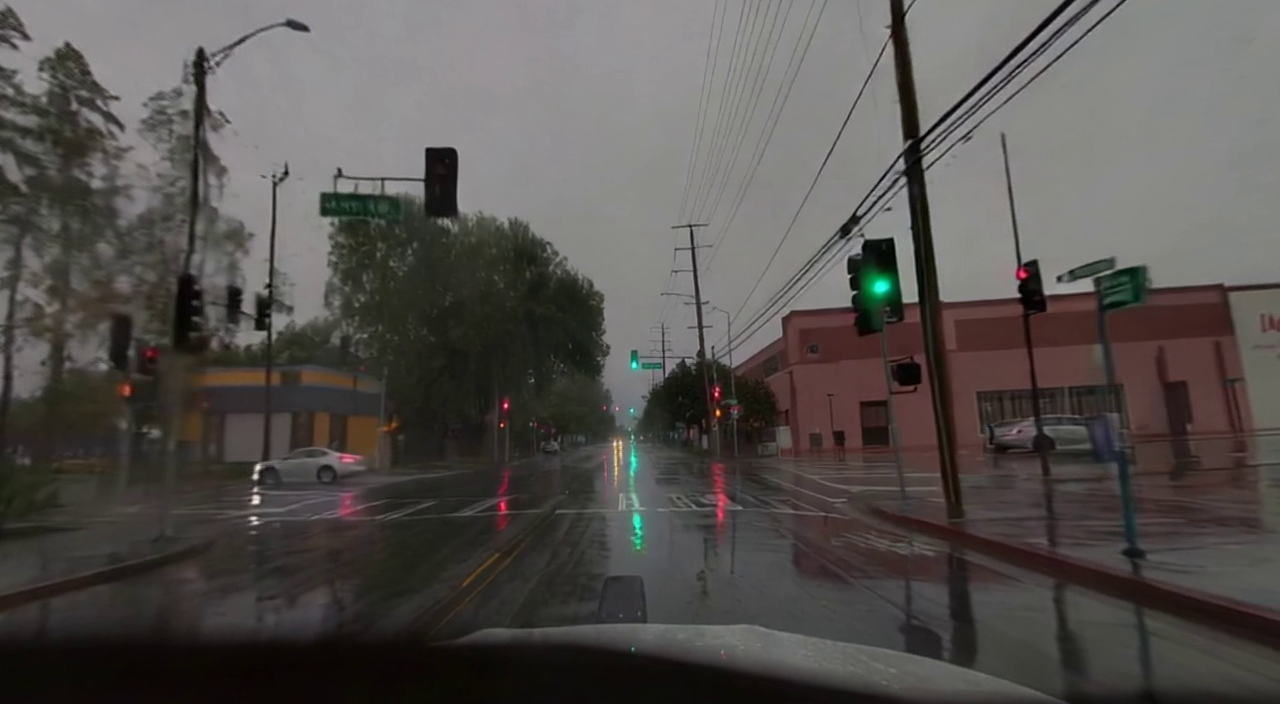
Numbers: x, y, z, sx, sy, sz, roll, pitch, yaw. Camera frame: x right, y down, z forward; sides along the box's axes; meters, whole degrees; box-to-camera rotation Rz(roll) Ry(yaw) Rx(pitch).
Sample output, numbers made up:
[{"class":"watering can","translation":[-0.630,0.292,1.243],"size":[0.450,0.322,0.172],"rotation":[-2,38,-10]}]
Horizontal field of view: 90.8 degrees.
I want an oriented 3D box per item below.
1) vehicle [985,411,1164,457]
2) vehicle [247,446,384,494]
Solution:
[{"class":"vehicle","translation":[14.543,2.776,21.335],"size":[4.632,1.484,1.907],"rotation":[0,-8,-2]},{"class":"vehicle","translation":[-12.299,4.396,23.958],"size":[4.624,1.478,2.118],"rotation":[-4,-4,23]}]
